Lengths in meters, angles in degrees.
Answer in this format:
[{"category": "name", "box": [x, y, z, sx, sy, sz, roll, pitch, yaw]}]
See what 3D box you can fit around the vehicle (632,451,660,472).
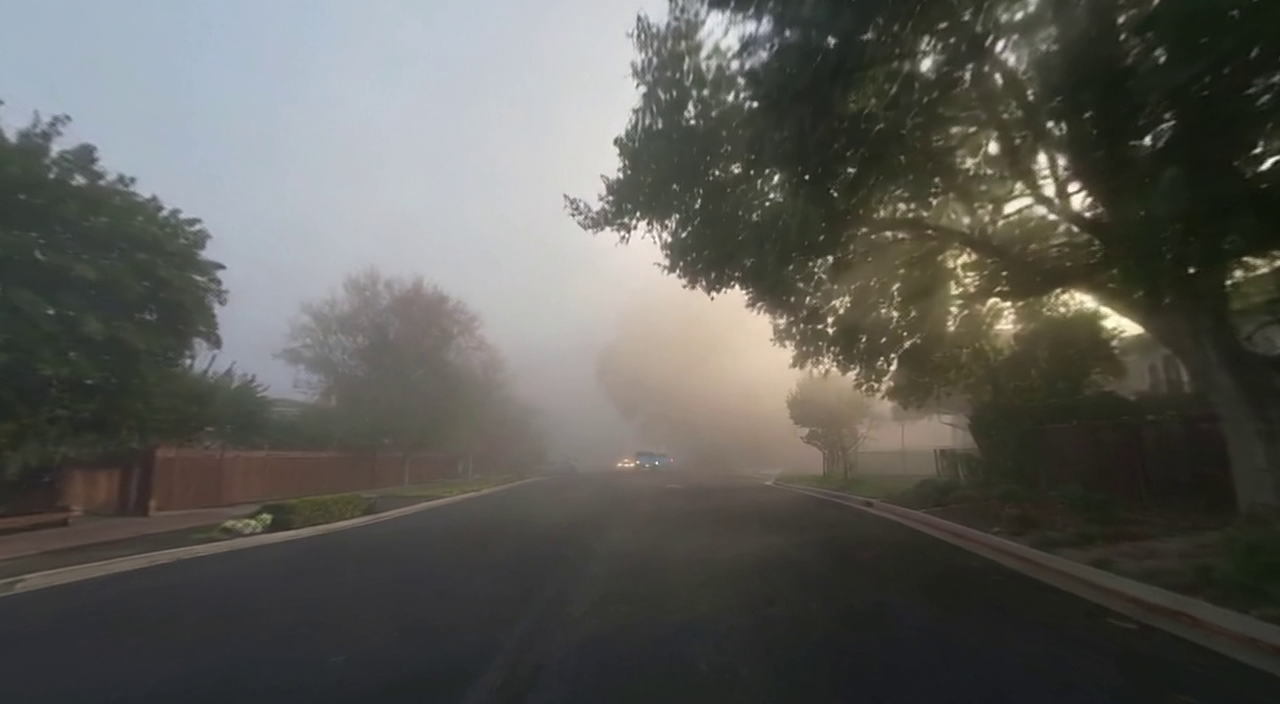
[{"category": "vehicle", "box": [0.421, 8.431, 48.825, 2.064, 1.477, 3.968, 0, -9, 0]}]
